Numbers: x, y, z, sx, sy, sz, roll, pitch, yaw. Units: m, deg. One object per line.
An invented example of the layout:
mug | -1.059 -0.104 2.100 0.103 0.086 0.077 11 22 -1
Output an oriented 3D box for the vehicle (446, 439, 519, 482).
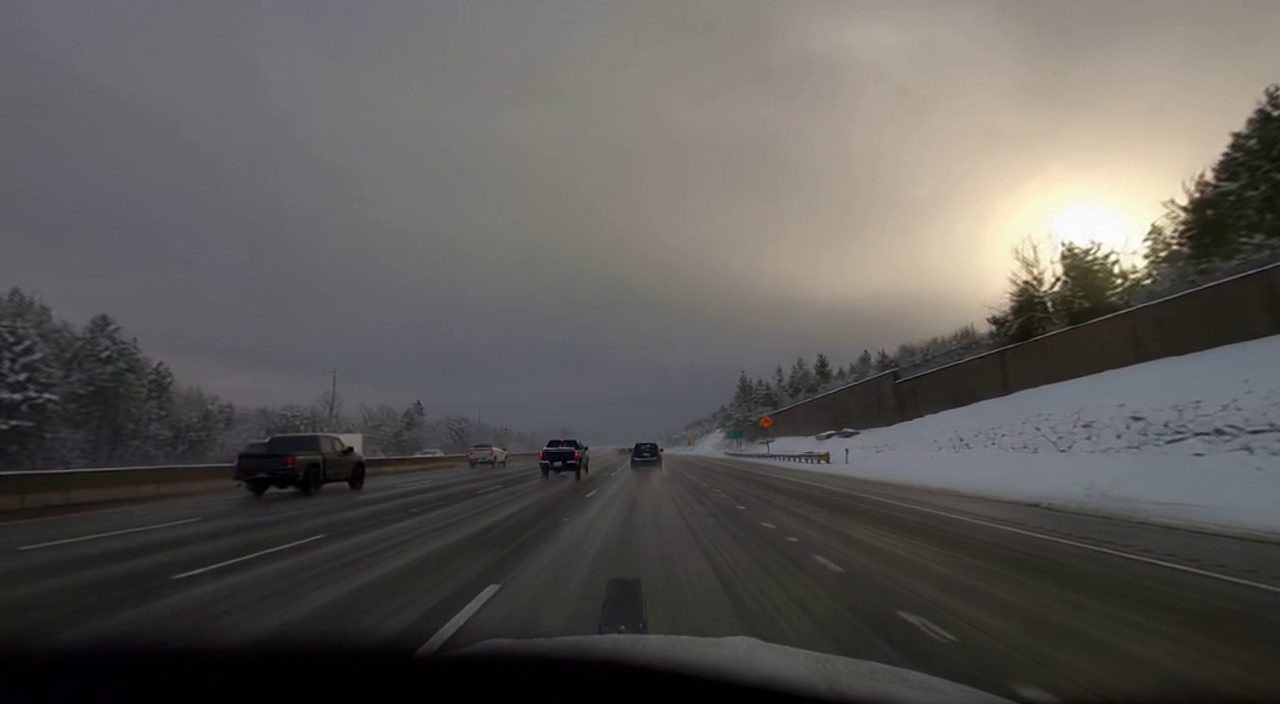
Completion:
vehicle | -6.812 4.725 27.789 2.059 1.745 4.239 0 -9 1

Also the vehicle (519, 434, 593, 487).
vehicle | -3.084 4.087 24.109 2.093 1.820 4.506 0 -9 1

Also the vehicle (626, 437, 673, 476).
vehicle | 0.434 5.262 31.830 2.233 1.804 4.273 0 -9 0

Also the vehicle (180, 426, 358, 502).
vehicle | -10.757 3.297 18.932 2.054 1.933 5.247 0 -9 1
